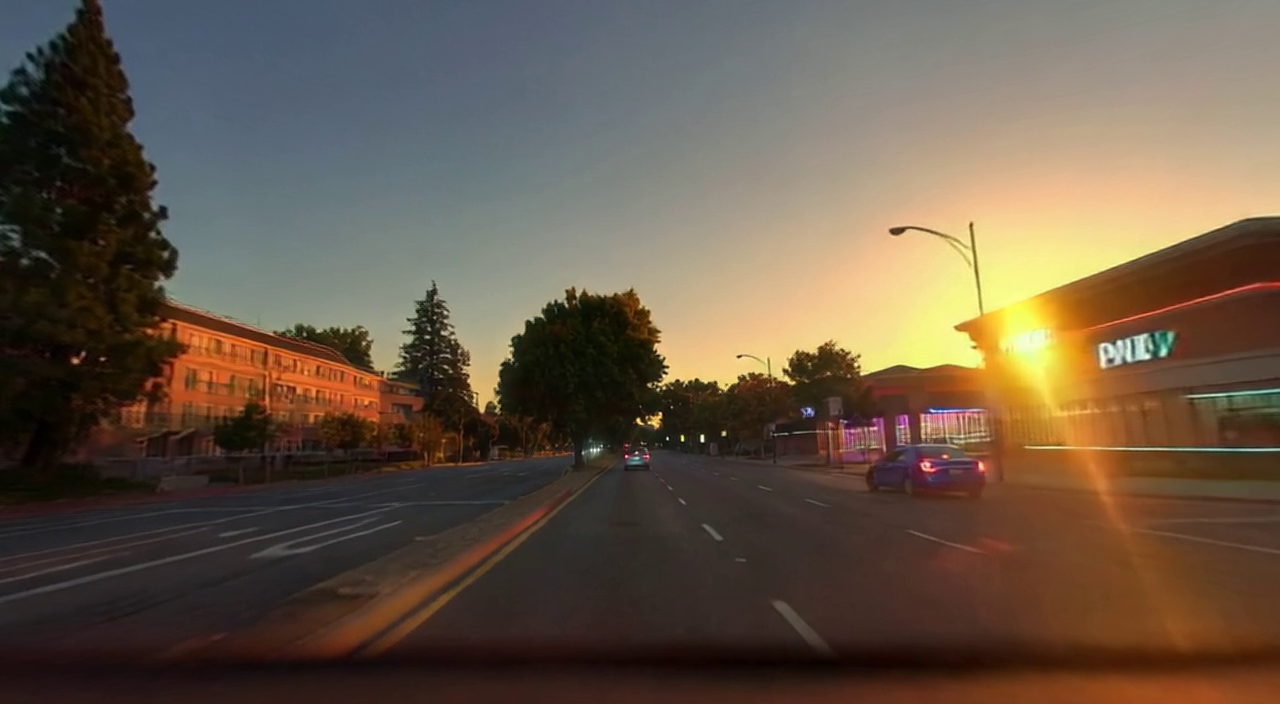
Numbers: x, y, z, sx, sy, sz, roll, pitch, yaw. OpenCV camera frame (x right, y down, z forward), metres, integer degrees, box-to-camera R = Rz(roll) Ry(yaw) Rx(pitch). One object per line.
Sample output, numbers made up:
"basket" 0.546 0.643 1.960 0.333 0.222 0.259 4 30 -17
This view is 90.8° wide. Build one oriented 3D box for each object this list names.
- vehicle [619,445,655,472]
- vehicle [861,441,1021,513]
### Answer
"vehicle" -0.225 6.401 38.228 2.027 1.494 3.942 0 -8 -1
"vehicle" 6.939 2.885 15.142 1.849 1.464 4.119 0 -8 1
